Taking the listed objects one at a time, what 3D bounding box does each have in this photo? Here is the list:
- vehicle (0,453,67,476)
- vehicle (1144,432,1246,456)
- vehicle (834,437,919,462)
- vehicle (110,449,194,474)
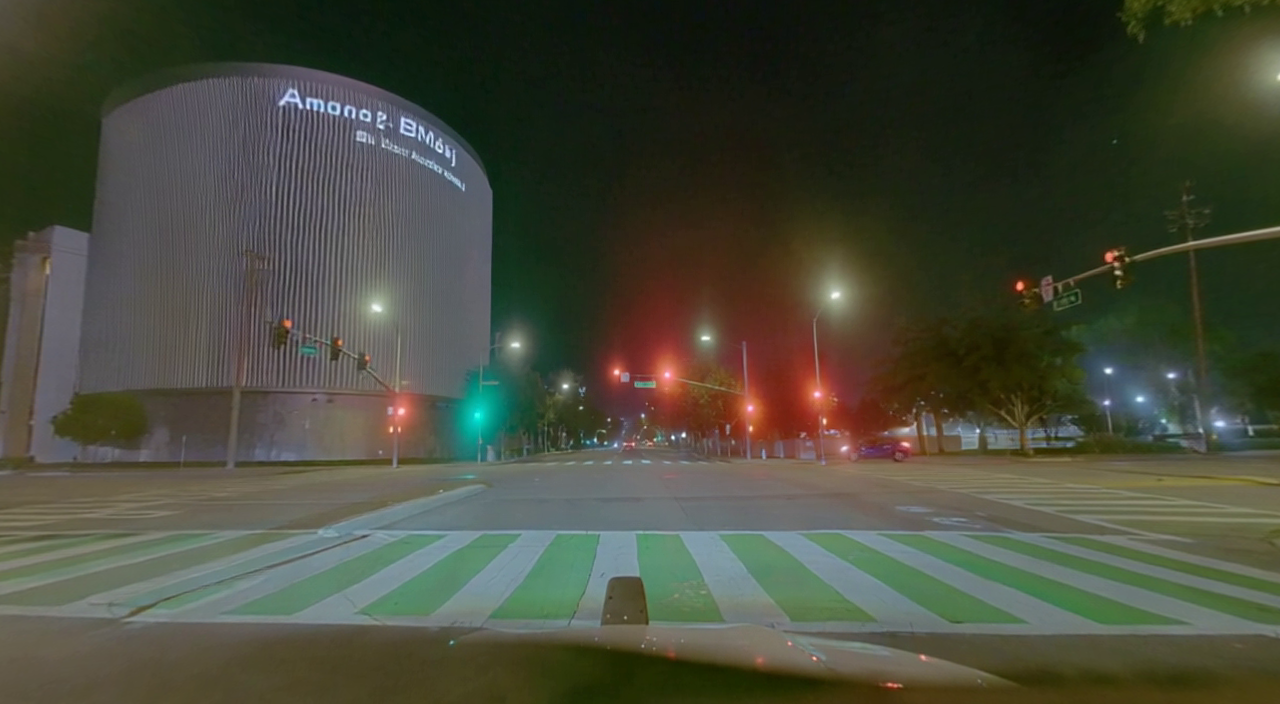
[{"bbox_3d":[-41.639,7.639,42.776,3.698,1.467,1.779,0,-8,1],"label":"vehicle"},{"bbox_3d":[36.188,6.020,41.183,4.767,1.456,1.858,-1,-8,3],"label":"vehicle"},{"bbox_3d":[14.550,6.037,39.049,4.529,1.457,1.981,-1,-9,7],"label":"vehicle"},{"bbox_3d":[-33.050,7.406,42.760,4.136,1.661,1.857,0,-8,1],"label":"vehicle"}]
